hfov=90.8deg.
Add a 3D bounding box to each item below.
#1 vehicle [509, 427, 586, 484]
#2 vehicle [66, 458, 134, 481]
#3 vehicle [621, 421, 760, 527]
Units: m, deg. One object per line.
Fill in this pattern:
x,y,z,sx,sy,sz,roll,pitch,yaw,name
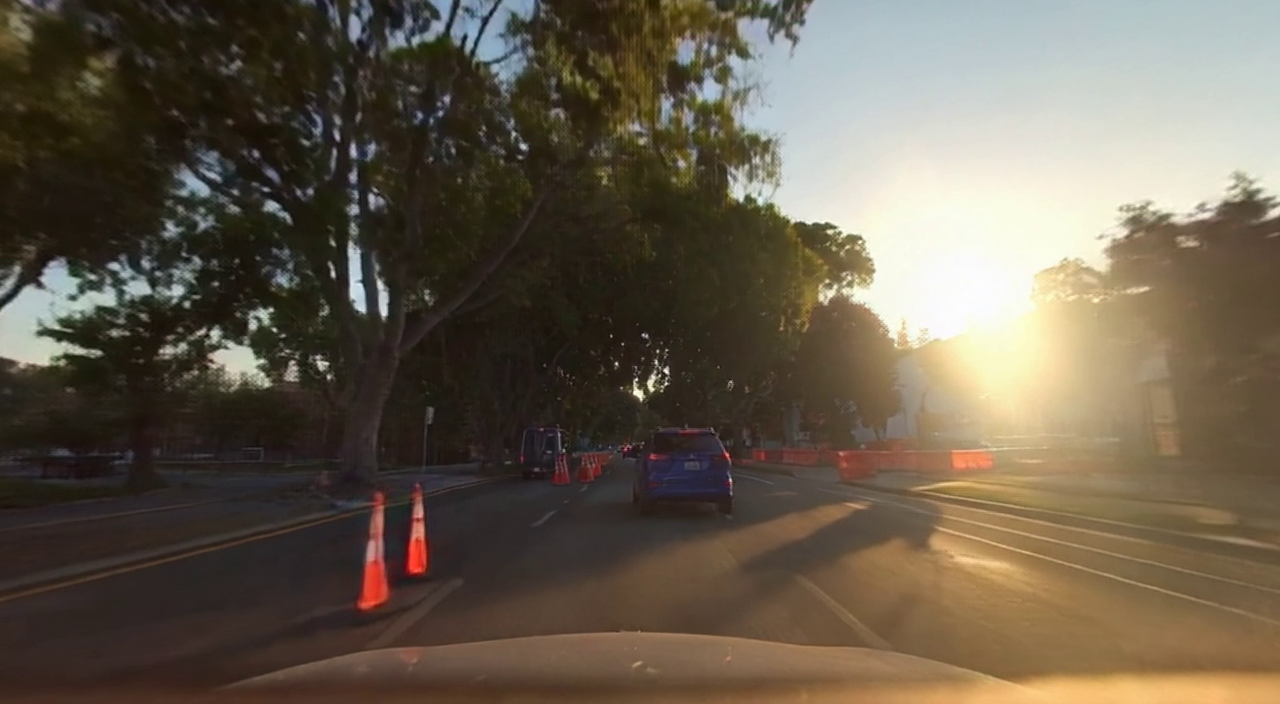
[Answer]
-3.588,4.186,25.780,2.357,2.063,5.488,0,-8,0,vehicle
-38.343,8.329,45.004,1.821,1.463,4.434,2,-9,-15,vehicle
0.769,2.327,12.572,2.168,1.725,4.192,0,-9,-4,vehicle
